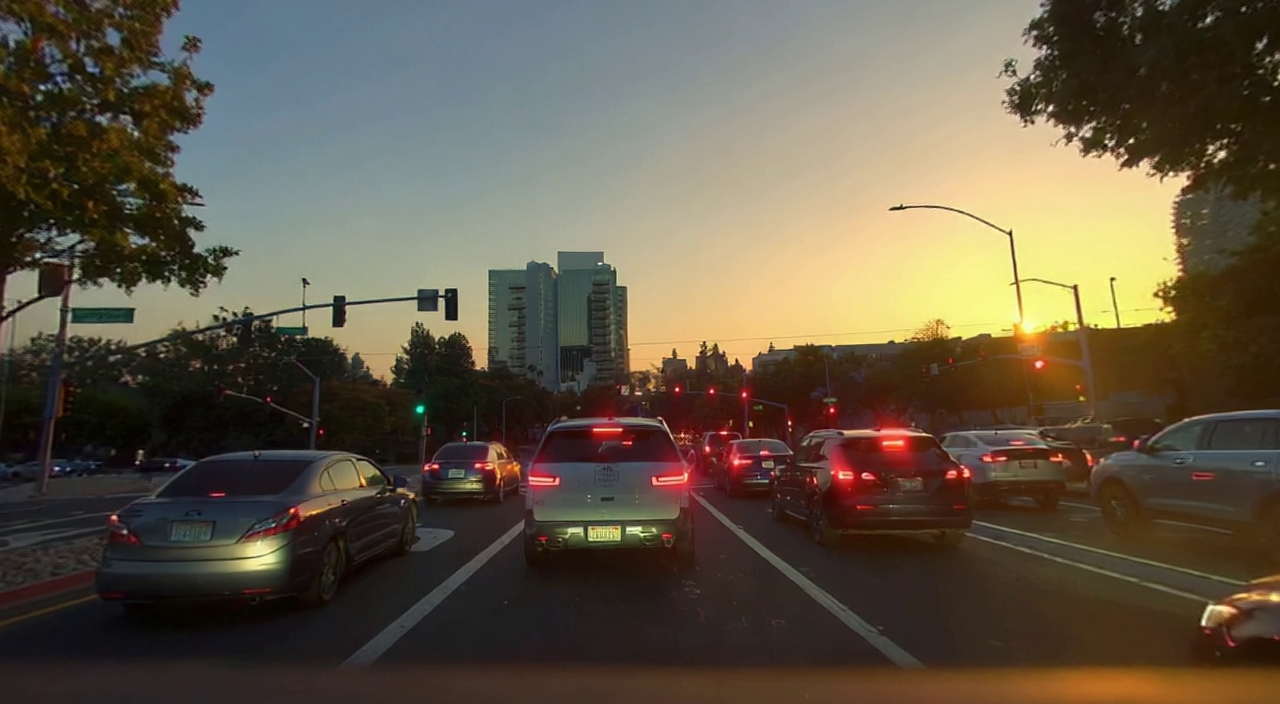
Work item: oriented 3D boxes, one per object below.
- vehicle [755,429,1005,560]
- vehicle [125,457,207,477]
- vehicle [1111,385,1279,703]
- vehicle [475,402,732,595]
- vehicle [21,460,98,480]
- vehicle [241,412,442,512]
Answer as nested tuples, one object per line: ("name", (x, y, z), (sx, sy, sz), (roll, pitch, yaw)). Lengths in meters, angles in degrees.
("vehicle", (3.167, 1.972, 9.495), (1.971, 1.473, 4.495), (0, -8, 0))
("vehicle", (-37.308, 9.055, 49.488), (4.914, 1.487, 1.850), (0, -8, 0))
("vehicle", (3.309, 0.671, 0.842), (1.980, 1.515, 4.362), (0, -8, 1))
("vehicle", (-0.308, 1.591, 7.634), (2.256, 1.694, 4.055), (0, -8, 0))
("vehicle", (-45.652, 9.275, 49.412), (4.232, 1.498, 1.791), (0, -8, 1))
("vehicle", (-6.711, 2.557, 15.000), (2.214, 1.953, 5.017), (0, -8, 1))
